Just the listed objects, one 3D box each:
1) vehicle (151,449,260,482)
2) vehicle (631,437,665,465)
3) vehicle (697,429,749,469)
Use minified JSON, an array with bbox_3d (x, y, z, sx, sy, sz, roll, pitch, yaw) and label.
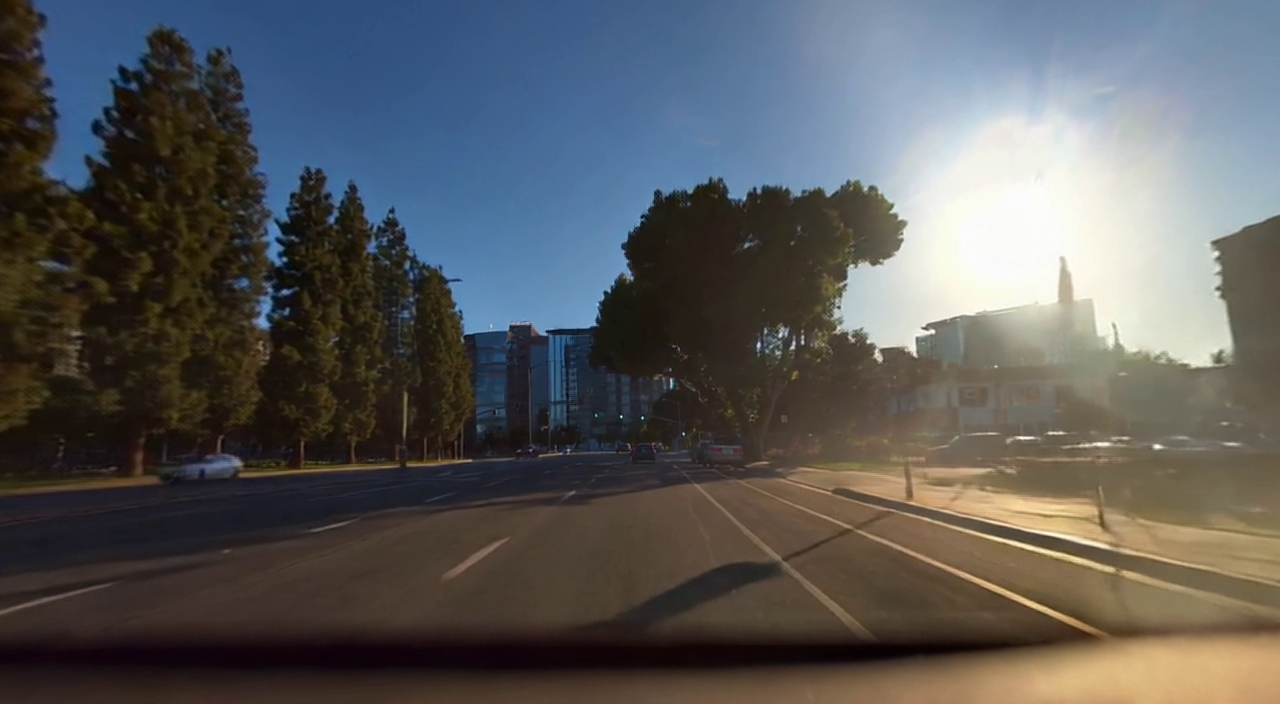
[{"bbox_3d":[-21.022,5.472,30.740,2.005,1.470,4.520,-1,-8,2],"label":"vehicle"},{"bbox_3d":[0.553,6.771,43.277,2.169,1.751,4.276,0,-8,1],"label":"vehicle"},{"bbox_3d":[4.702,5.614,36.685,2.162,2.080,6.515,0,-8,0],"label":"vehicle"}]
